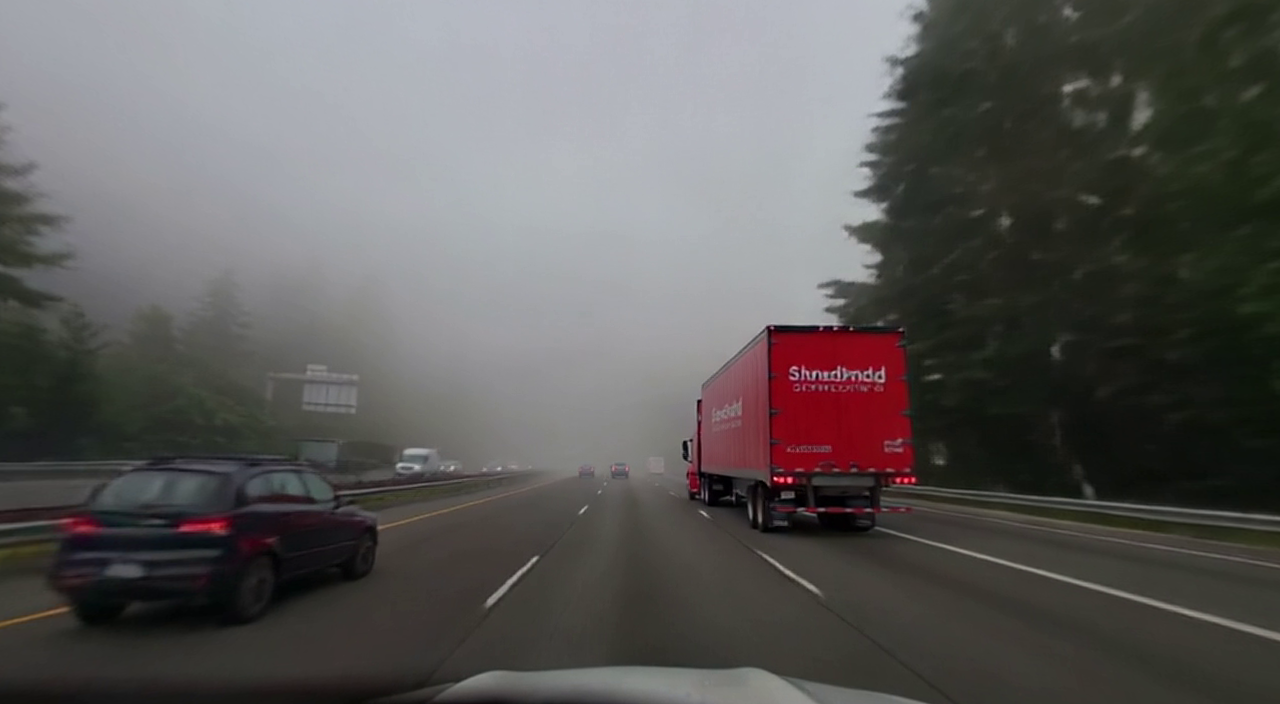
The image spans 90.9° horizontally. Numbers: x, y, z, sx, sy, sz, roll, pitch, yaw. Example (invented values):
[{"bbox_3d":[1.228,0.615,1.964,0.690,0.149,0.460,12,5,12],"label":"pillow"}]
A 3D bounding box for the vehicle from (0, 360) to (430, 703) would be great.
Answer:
[{"bbox_3d":[-3.571,1.323,5.166,2.070,1.775,4.646,1,-10,0],"label":"vehicle"}]

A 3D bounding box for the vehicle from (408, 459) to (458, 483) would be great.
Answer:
[{"bbox_3d":[-13.785,7.964,42.212,1.863,1.466,4.421,1,-10,-1],"label":"vehicle"}]

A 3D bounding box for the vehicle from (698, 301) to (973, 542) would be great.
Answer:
[{"bbox_3d":[4.096,2.444,18.262,2.992,4.300,13.967,1,-10,-2],"label":"vehicle"}]
